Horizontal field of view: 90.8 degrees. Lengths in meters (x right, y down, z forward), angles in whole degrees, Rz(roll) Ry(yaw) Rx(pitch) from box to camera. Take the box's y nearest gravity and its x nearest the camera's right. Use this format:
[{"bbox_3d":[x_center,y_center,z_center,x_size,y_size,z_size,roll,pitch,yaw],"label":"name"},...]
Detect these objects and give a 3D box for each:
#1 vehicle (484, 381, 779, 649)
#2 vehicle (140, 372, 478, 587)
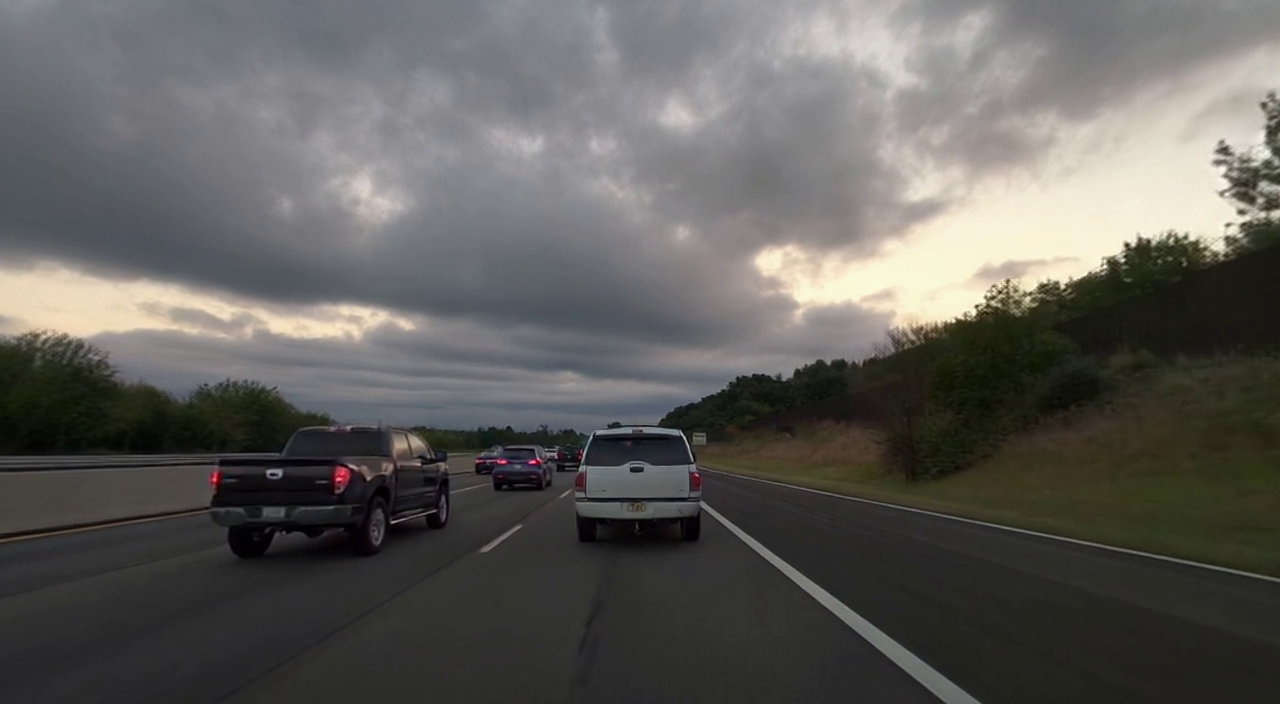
[{"bbox_3d":[-0.086,1.365,6.069,1.995,1.798,3.380,0,-9,-1],"label":"vehicle"},{"bbox_3d":[-3.949,1.643,8.811,2.055,2.144,4.782,0,-9,0],"label":"vehicle"}]
